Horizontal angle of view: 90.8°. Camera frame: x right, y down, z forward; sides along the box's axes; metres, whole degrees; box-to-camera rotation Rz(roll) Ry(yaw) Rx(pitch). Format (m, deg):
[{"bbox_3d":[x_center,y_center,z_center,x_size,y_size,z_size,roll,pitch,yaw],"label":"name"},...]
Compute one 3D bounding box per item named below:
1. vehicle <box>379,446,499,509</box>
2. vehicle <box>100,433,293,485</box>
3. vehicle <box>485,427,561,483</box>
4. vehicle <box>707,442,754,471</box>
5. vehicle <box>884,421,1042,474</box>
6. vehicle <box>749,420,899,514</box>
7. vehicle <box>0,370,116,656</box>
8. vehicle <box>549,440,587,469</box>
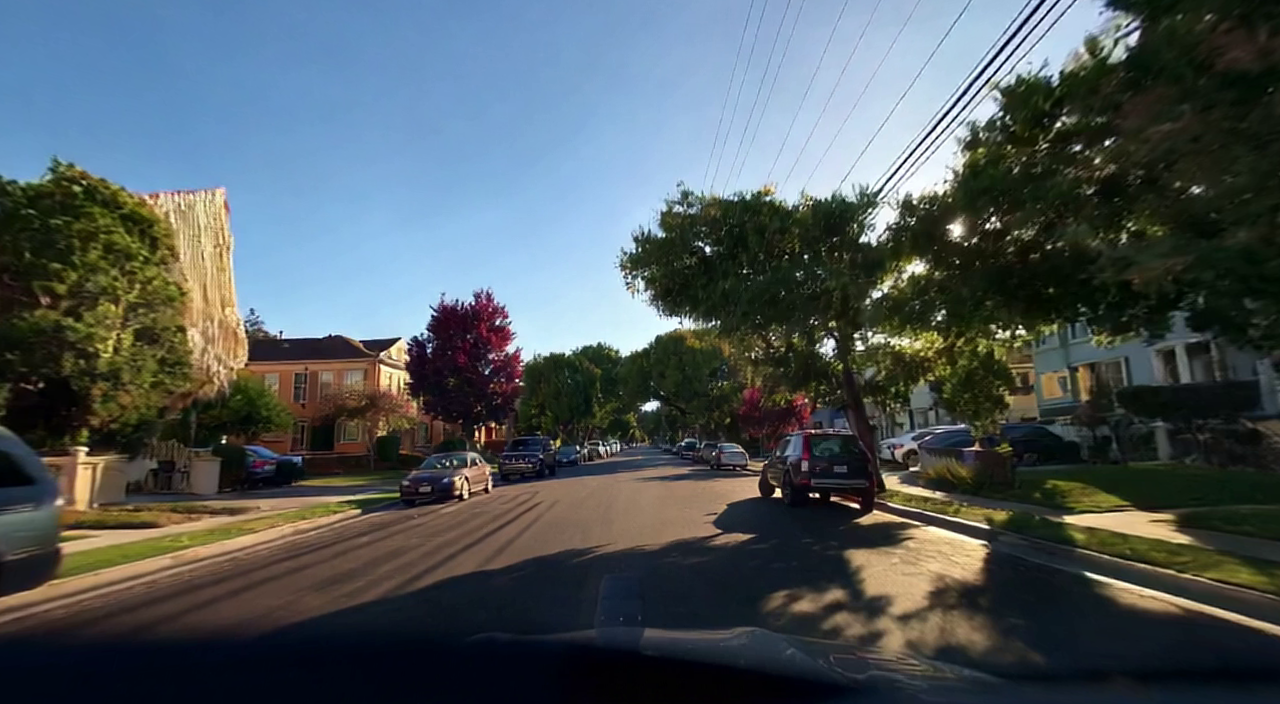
[{"bbox_3d":[-5.330,3.348,17.402,1.824,1.417,4.395,-2,-8,1],"label":"vehicle"},{"bbox_3d":[-16.316,3.944,23.390,5.908,1.762,2.107,-2,-9,8],"label":"vehicle"},{"bbox_3d":[-5.073,4.551,28.245,2.242,2.135,5.566,-2,-8,1],"label":"vehicle"},{"bbox_3d":[4.694,5.486,33.400,1.893,1.437,4.369,0,-8,0],"label":"vehicle"},{"bbox_3d":[11.763,3.507,23.280,4.659,1.819,2.001,0,-8,0],"label":"vehicle"},{"bbox_3d":[3.872,2.507,14.198,2.049,1.776,4.285,0,-9,0],"label":"vehicle"},{"bbox_3d":[-5.486,0.909,2.794,2.211,1.914,4.728,-2,-8,1],"label":"vehicle"},{"bbox_3d":[-4.797,6.888,42.616,1.873,1.709,4.206,-4,-8,1],"label":"vehicle"}]
